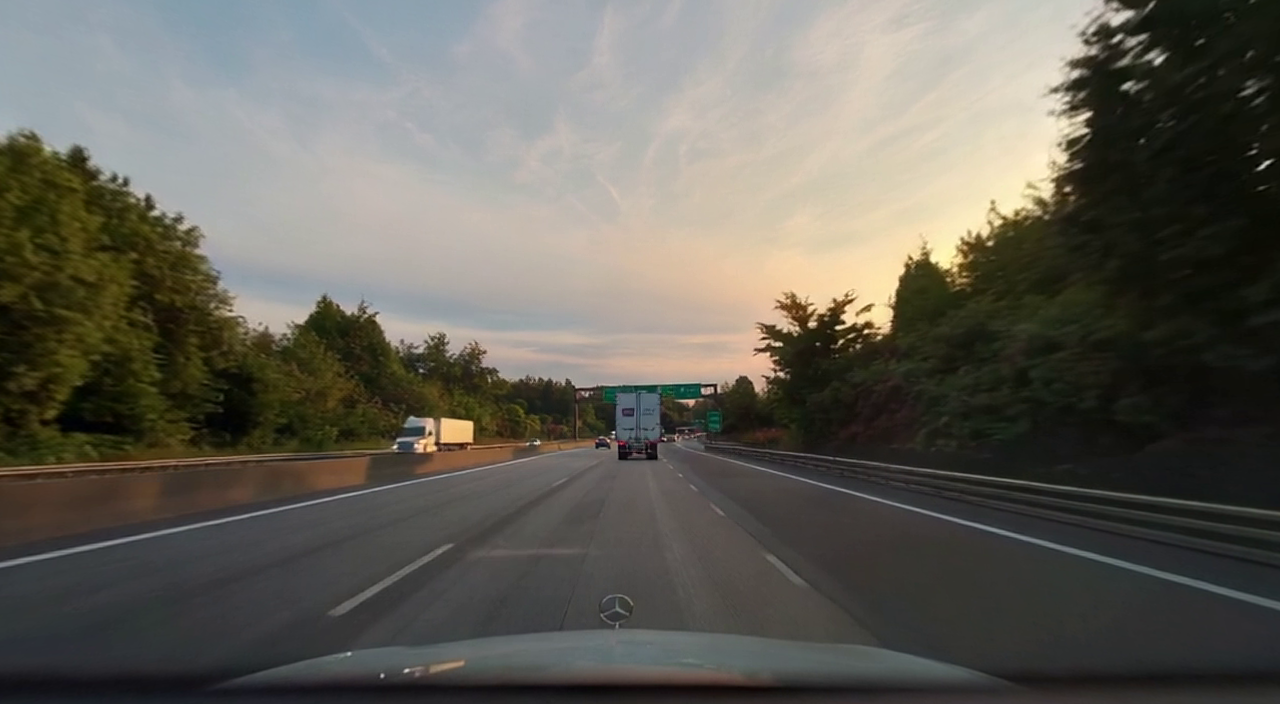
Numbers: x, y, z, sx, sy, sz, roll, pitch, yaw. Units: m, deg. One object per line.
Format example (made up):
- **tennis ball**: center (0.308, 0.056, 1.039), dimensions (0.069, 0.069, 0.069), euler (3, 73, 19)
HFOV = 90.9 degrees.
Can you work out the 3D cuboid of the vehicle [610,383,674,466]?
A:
- **vehicle**: center (-0.005, 3.829, 32.589), dimensions (2.855, 3.741, 8.587), euler (0, -8, -1)
